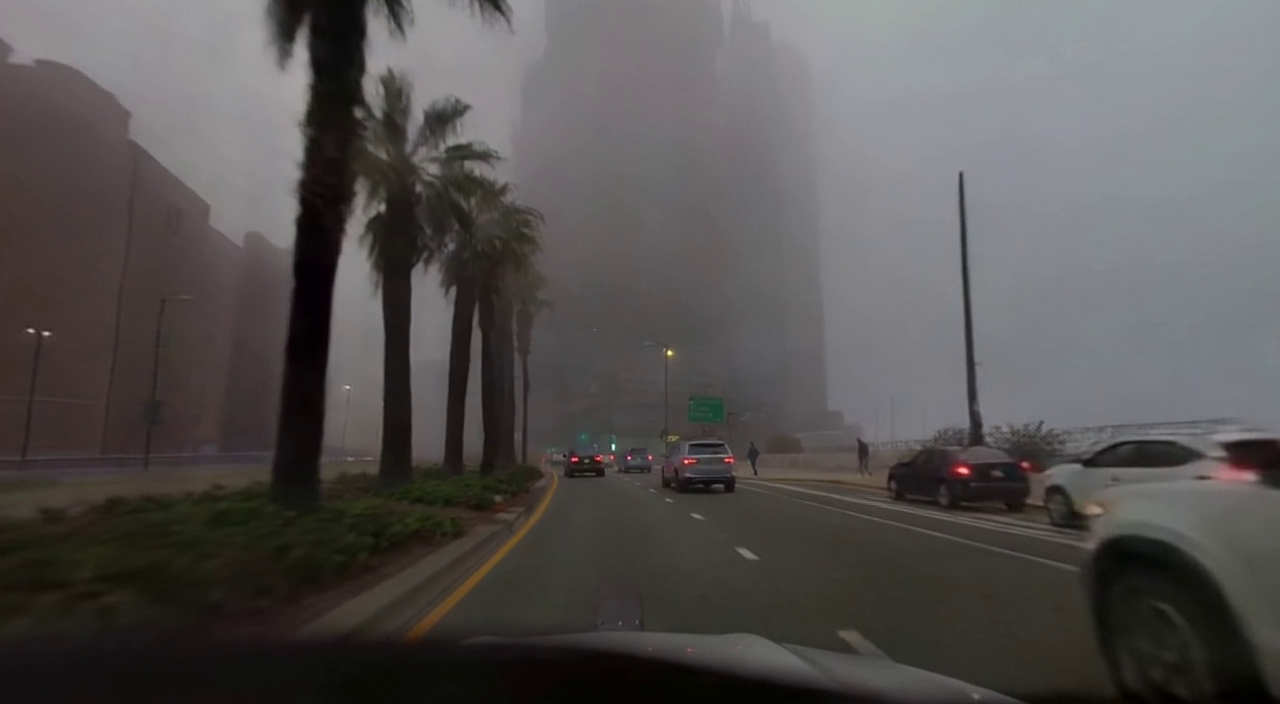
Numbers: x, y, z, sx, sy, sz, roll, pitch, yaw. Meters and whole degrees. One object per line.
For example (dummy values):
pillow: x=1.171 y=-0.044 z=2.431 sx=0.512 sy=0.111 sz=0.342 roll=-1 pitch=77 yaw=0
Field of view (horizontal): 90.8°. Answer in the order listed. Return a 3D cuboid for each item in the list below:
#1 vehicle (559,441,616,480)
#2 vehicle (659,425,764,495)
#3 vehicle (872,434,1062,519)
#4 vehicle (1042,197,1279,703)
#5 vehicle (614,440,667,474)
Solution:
vehicle: x=-2.553 y=5.016 z=29.596 sx=2.332 sy=1.625 sz=4.933 roll=1 pitch=-9 yaw=-8
vehicle: x=2.125 y=3.477 z=20.707 sx=2.407 sy=1.991 sz=5.130 roll=1 pitch=-9 yaw=-5
vehicle: x=7.121 y=2.738 z=14.421 sx=1.914 sy=1.596 sz=4.494 roll=0 pitch=-9 yaw=0
vehicle: x=3.537 y=0.333 z=0.878 sx=2.434 sy=2.171 sz=5.098 roll=0 pitch=-9 yaw=-2
vehicle: x=-0.060 y=5.853 z=35.423 sx=2.214 sy=1.711 sz=4.474 roll=1 pitch=-9 yaw=-10
